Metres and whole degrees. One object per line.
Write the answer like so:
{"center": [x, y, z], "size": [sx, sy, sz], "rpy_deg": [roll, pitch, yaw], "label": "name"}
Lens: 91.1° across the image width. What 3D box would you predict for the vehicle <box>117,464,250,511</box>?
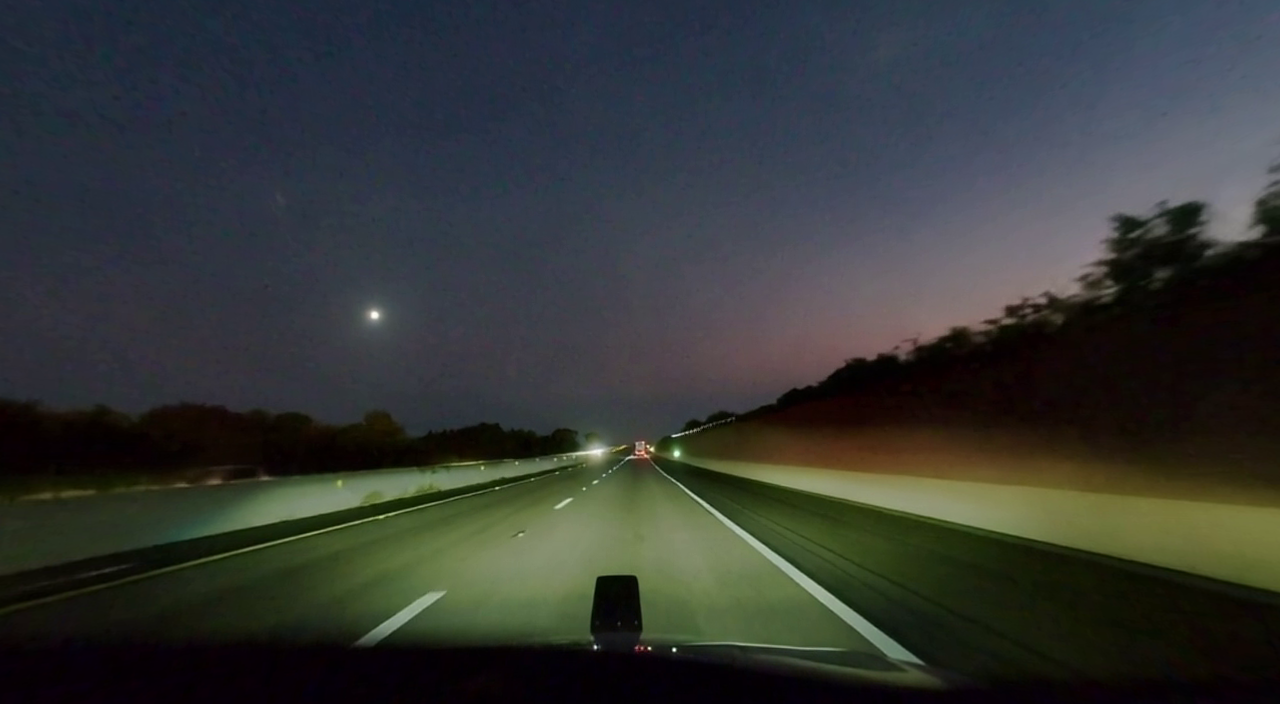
{"center": [-16.677, 4.940, 23.278], "size": [1.755, 1.452, 4.275], "rpy_deg": [0, -9, -1], "label": "vehicle"}
